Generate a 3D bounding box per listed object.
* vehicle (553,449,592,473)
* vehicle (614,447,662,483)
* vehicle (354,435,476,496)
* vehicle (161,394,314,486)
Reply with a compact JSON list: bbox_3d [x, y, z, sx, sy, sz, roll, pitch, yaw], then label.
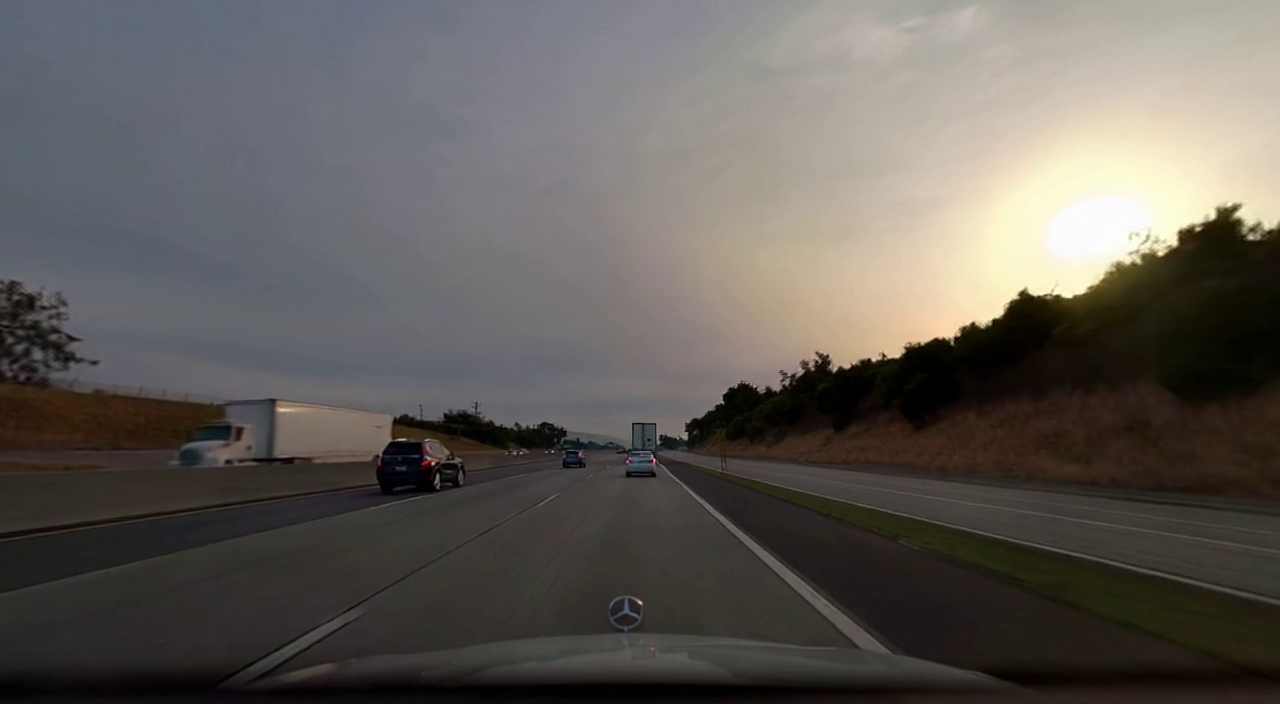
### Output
[{"bbox_3d":[-4.426,7.191,41.842,2.018,1.504,4.431,0,-9,1],"label":"vehicle"},{"bbox_3d":[-0.095,4.997,28.073,1.991,1.507,3.391,0,-9,0],"label":"vehicle"},{"bbox_3d":[-7.742,3.980,22.462,2.316,1.875,5.337,0,-9,1],"label":"vehicle"},{"bbox_3d":[-19.090,4.308,30.521,3.032,3.951,6.367,0,-9,0],"label":"vehicle"}]
